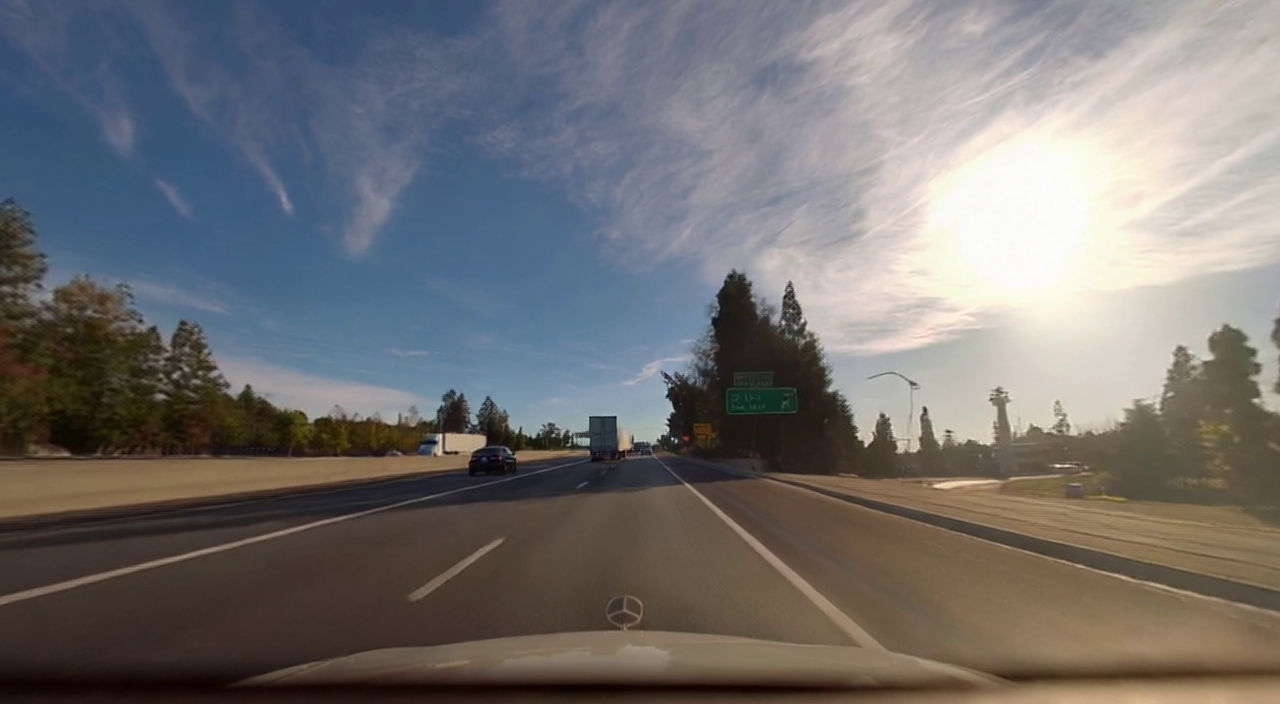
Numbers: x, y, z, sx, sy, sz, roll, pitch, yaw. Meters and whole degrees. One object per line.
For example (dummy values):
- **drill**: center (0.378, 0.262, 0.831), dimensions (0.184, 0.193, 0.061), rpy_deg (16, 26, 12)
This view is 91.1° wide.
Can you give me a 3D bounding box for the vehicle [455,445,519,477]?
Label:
- **vehicle**: center (-7.480, 5.356, 31.187), dimensions (1.901, 1.467, 4.629), rpy_deg (0, -8, 2)
